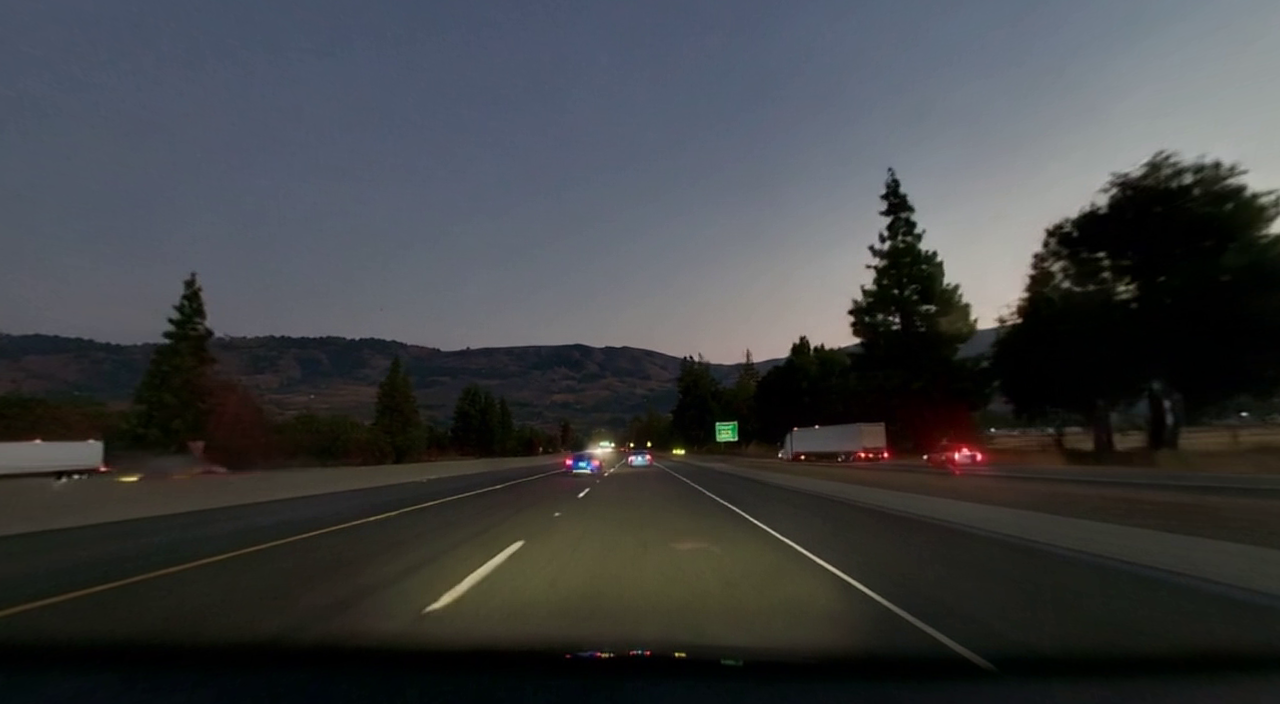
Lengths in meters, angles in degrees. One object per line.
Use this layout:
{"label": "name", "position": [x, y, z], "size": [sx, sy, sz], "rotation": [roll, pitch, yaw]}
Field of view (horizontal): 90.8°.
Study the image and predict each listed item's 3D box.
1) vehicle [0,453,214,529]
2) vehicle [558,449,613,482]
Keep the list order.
{"label": "vehicle", "position": [-12.400, 3.184, 15.019], "size": [1.783, 1.520, 3.915], "rotation": [0, -9, -1]}
{"label": "vehicle", "position": [-2.585, 5.543, 31.130], "size": [2.170, 1.451, 4.584], "rotation": [0, -9, 2]}
